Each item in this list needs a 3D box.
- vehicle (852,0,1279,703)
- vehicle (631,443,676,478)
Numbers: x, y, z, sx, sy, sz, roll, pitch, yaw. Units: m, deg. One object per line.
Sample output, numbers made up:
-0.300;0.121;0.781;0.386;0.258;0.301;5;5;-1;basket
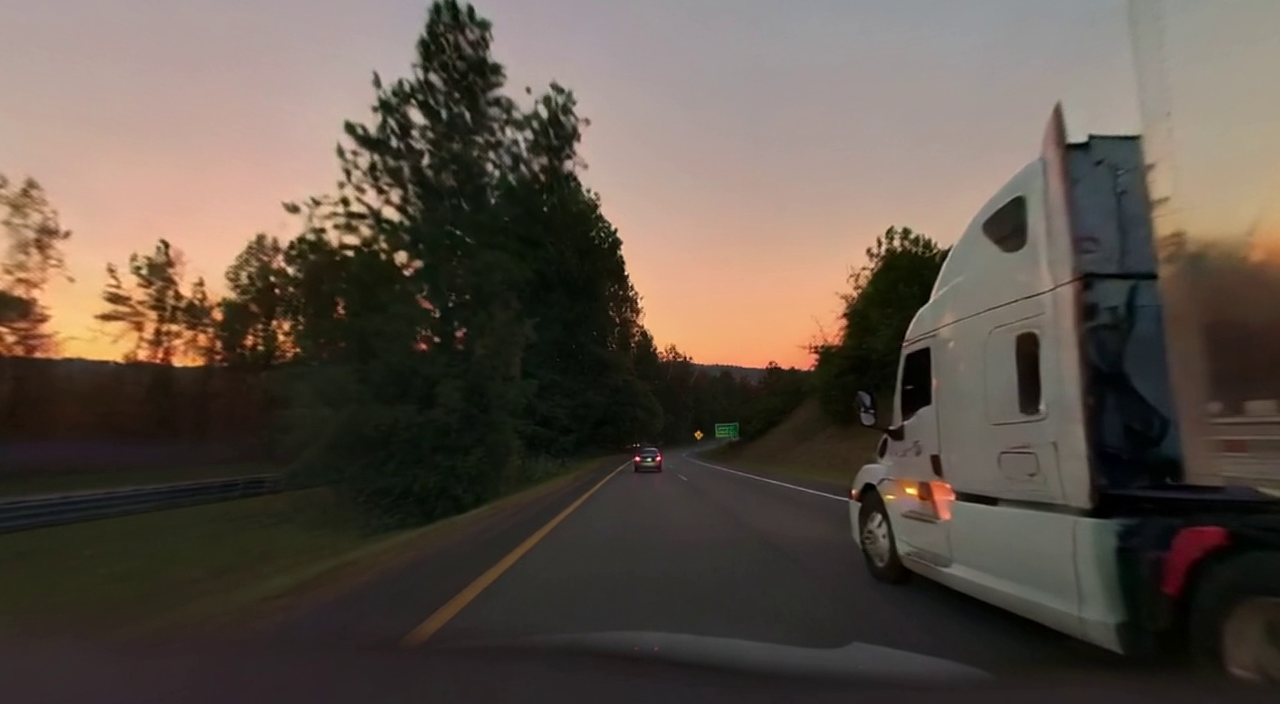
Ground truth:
3.706;-0.136;2.034;3.032;3.821;8.547;0;-8;0;vehicle
0.631;5.099;29.882;1.968;1.515;4.025;-1;-8;0;vehicle
